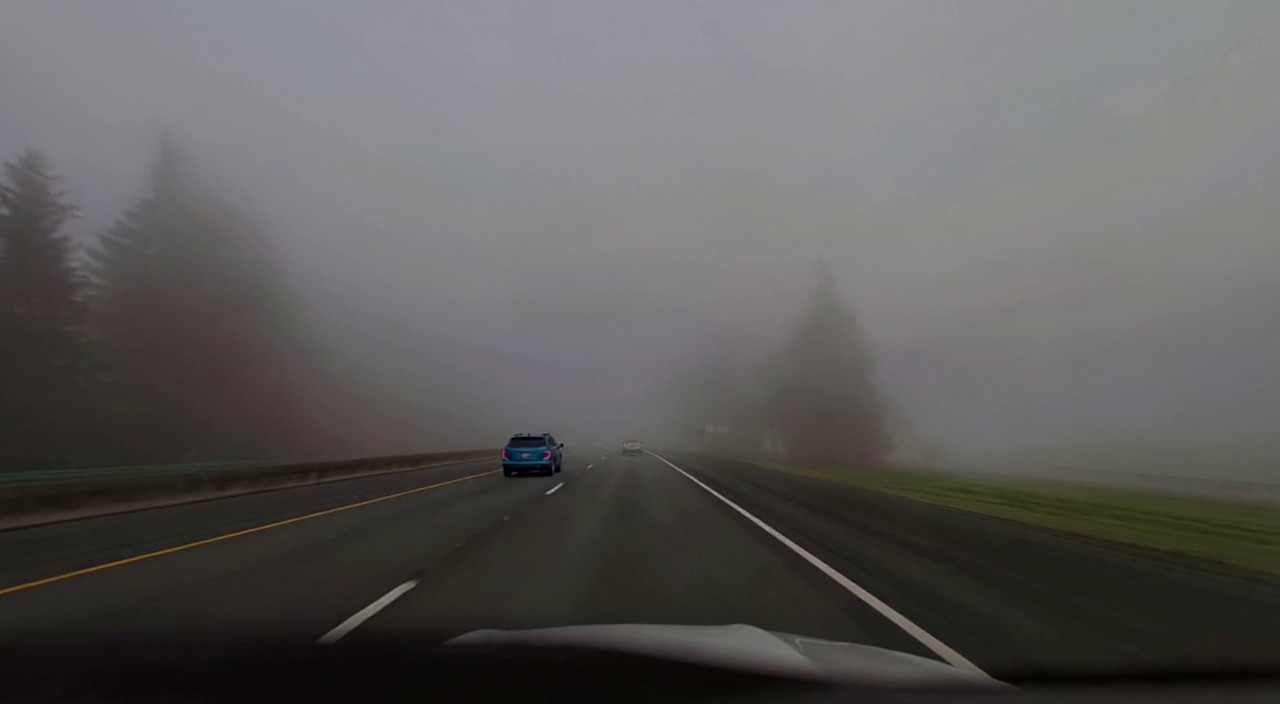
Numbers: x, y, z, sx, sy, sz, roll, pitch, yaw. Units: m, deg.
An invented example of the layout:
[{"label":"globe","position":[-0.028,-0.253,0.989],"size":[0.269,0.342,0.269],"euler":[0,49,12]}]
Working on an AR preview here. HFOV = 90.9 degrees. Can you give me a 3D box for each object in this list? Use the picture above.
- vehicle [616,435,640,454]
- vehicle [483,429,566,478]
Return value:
[{"label":"vehicle","position":[-0.925,7.200,49.254],"size":[1.836,1.450,3.519],"euler":[0,-8,-1]},{"label":"vehicle","position":[-3.935,3.530,22.345],"size":[2.072,1.545,4.767],"euler":[0,-8,0]}]
